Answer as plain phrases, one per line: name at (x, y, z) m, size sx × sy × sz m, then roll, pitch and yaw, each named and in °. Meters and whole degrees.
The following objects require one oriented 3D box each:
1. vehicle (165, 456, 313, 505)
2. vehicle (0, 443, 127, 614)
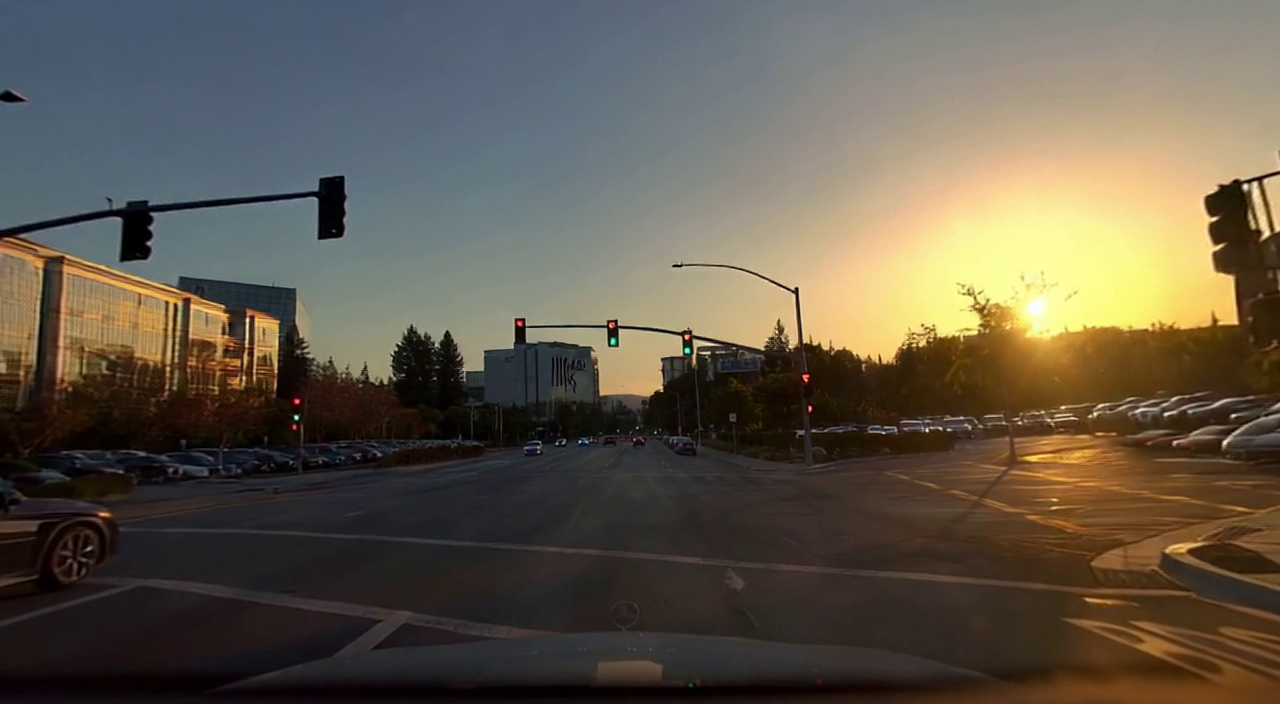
vehicle at (-15.113, 4.827, 24.036) m, size 4.298 × 1.466 × 1.921 m, roll -2°, pitch -8°, yaw -7°
vehicle at (-6.425, 1.401, 4.623) m, size 1.928 × 1.451 × 4.219 m, roll 0°, pitch -9°, yaw -3°
